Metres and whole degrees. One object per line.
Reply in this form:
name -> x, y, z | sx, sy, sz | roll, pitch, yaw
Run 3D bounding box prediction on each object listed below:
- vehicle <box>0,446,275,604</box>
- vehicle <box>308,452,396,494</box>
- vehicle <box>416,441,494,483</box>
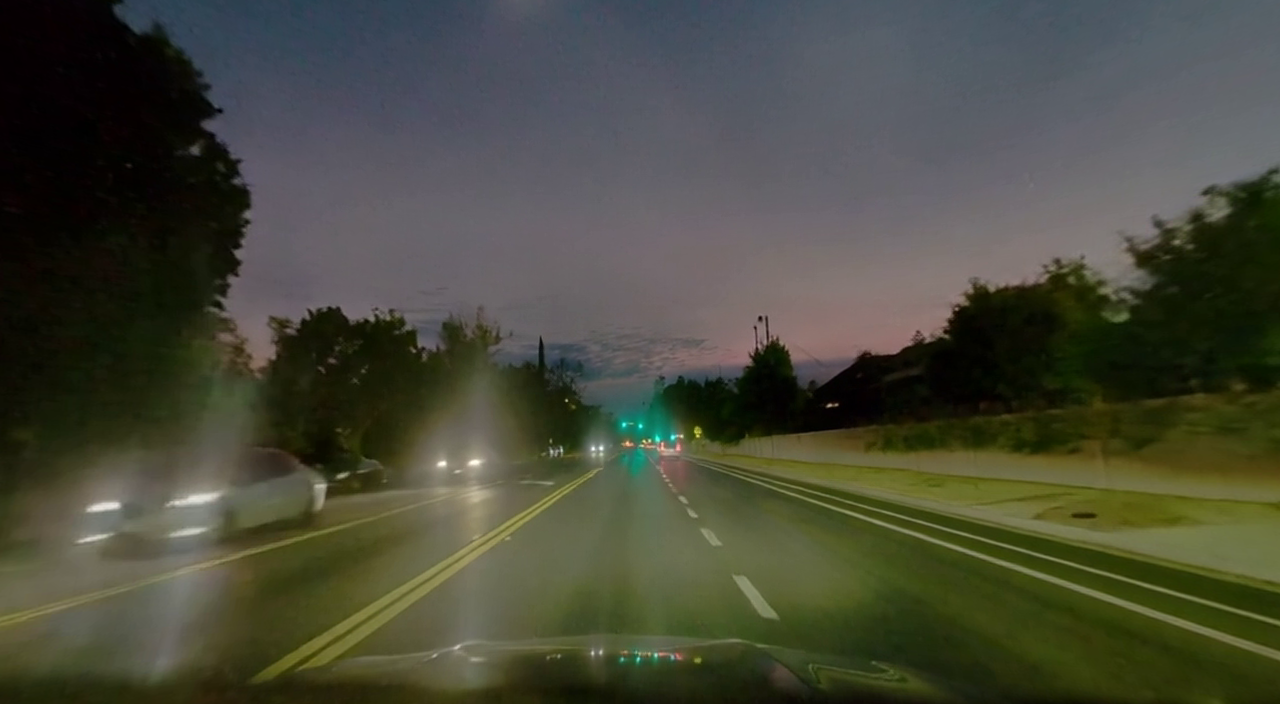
vehicle -> -7.172, 2.006, 8.315 | 2.004, 1.508, 4.525 | 0, -9, 0
vehicle -> -12.424, 5.224, 27.592 | 1.969, 1.613, 4.129 | -2, -9, -1
vehicle -> -8.175, 4.900, 28.431 | 2.053, 1.713, 4.618 | 0, -9, 0
